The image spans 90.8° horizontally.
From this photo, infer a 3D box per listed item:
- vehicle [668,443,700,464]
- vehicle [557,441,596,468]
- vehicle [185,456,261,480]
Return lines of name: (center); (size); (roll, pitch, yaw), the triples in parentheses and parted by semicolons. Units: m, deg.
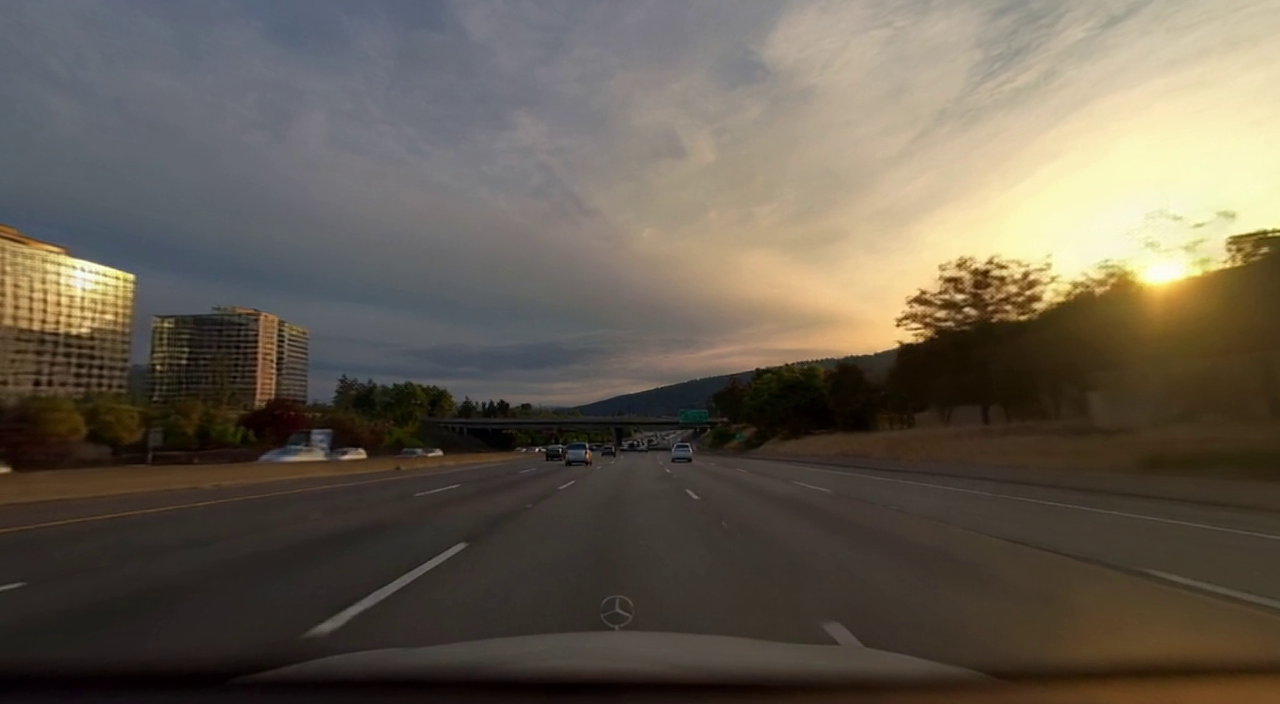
vehicle: (3.154, 7.404, 46.194); (1.967, 1.475, 4.080); (0, -8, -2)
vehicle: (-4.291, 7.009, 43.416); (2.179, 1.693, 4.204); (0, -8, 1)
vehicle: (-27.684, 7.691, 42.165); (1.841, 1.457, 4.742); (0, -8, 0)
